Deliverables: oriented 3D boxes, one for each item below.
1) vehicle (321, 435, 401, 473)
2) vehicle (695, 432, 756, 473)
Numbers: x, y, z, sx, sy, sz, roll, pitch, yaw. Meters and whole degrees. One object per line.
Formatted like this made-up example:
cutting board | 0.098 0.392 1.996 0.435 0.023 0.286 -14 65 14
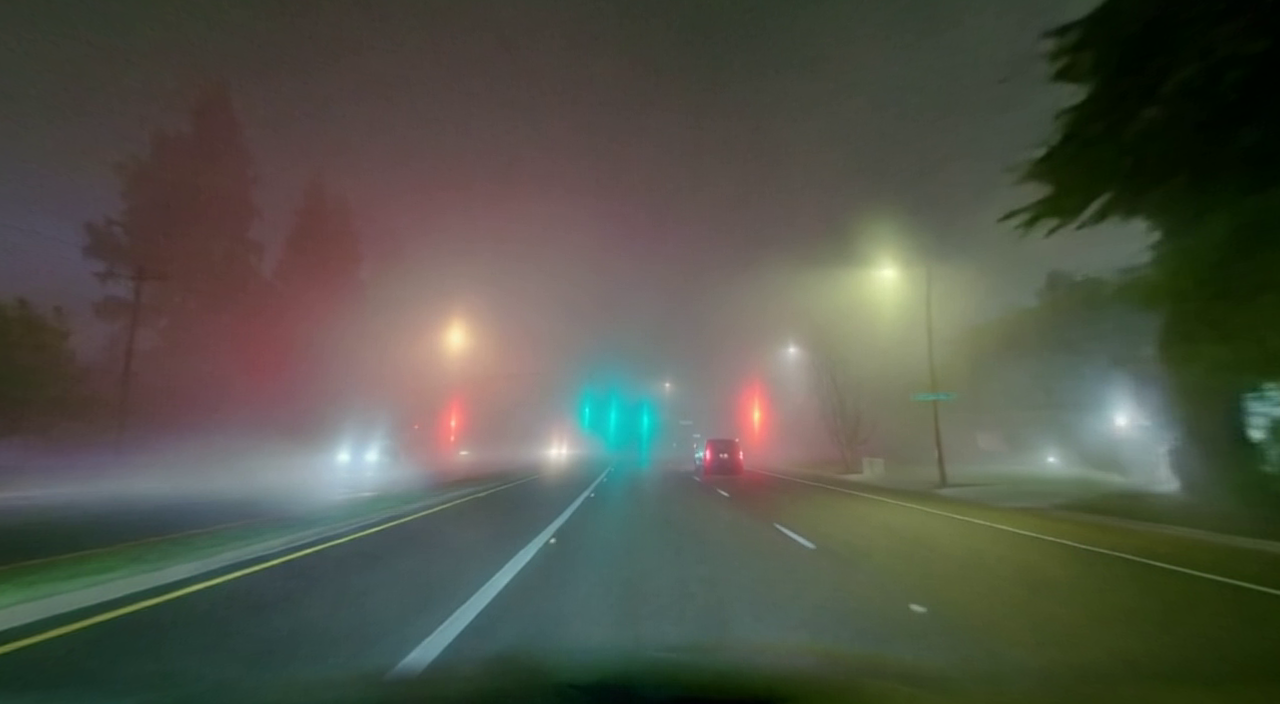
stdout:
vehicle | -13.349 4.896 30.488 1.925 1.670 4.371 0 -8 -1
vehicle | 3.967 4.774 30.094 2.240 1.781 4.433 0 -8 -1
